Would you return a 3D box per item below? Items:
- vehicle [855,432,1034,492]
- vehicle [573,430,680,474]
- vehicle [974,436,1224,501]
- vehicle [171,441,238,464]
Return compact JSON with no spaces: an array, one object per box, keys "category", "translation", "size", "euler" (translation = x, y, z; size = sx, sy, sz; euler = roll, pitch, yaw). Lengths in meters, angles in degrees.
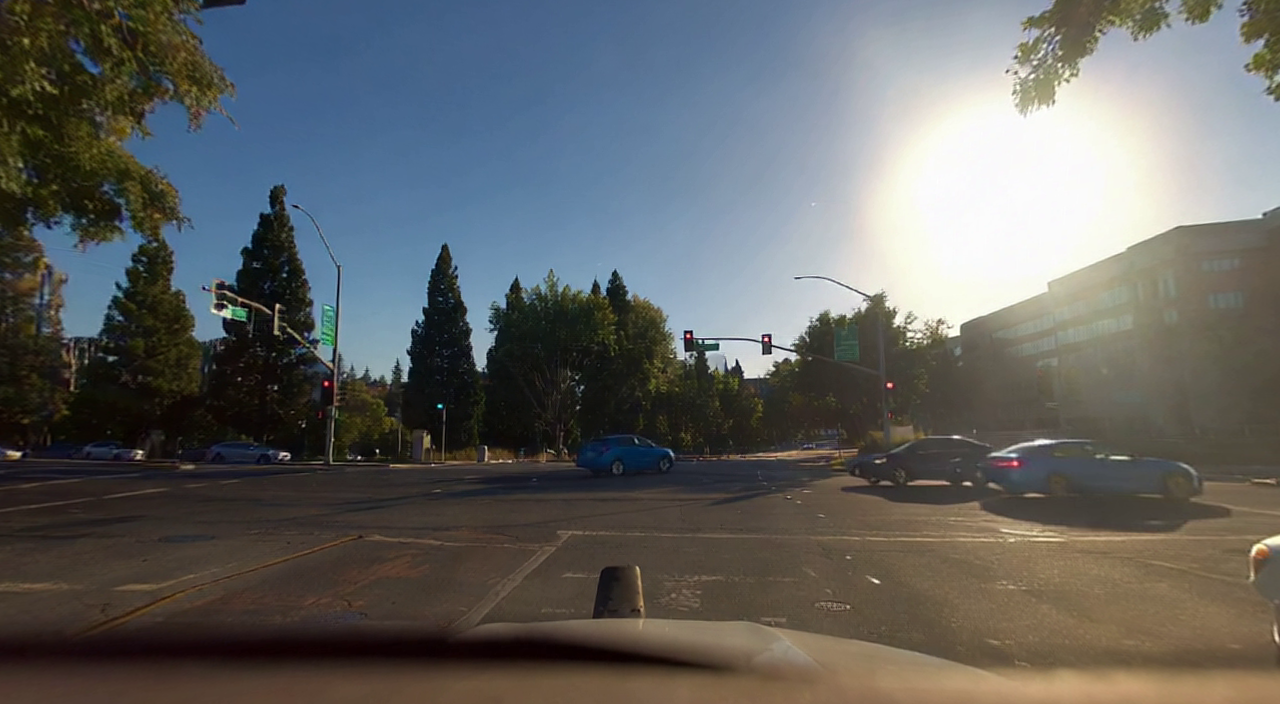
[{"category":"vehicle","translation":[9.591,3.463,20.059],"size":[4.580,1.768,2.134],"euler":[0,-8,-3]},{"category":"vehicle","translation":[-0.532,4.316,27.293],"size":[4.346,1.753,1.994],"euler":[7,-11,-40]},{"category":"vehicle","translation":[11.891,3.029,16.545],"size":[5.000,1.559,1.960],"euler":[0,-8,0]},{"category":"vehicle","translation":[-29.105,6.699,42.040],"size":[1.696,1.431,3.686],"euler":[-1,-8,3]}]
